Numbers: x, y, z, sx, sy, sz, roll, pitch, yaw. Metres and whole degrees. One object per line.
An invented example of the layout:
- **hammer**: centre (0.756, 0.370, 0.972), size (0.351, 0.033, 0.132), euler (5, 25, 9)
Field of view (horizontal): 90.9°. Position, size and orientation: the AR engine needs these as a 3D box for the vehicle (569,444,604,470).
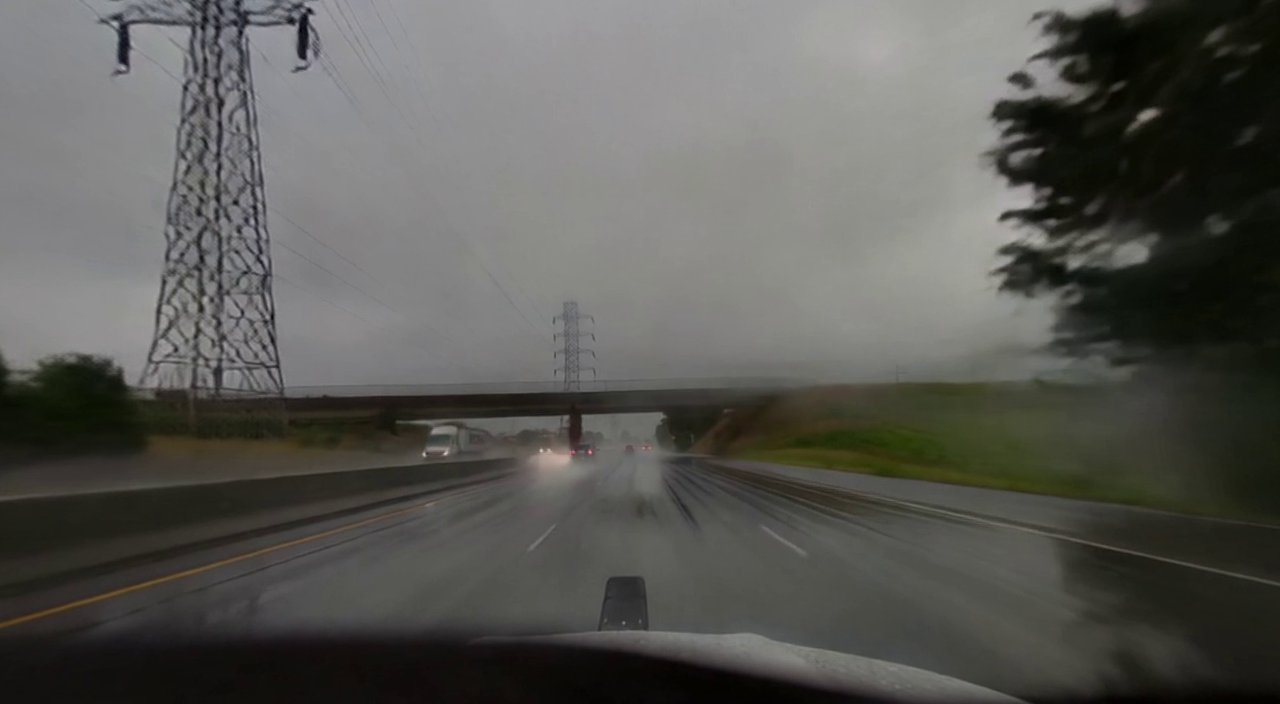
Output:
- **vehicle**: centre (-3.493, 6.898, 41.532), size (1.924, 1.550, 4.165), euler (-1, -9, 0)
